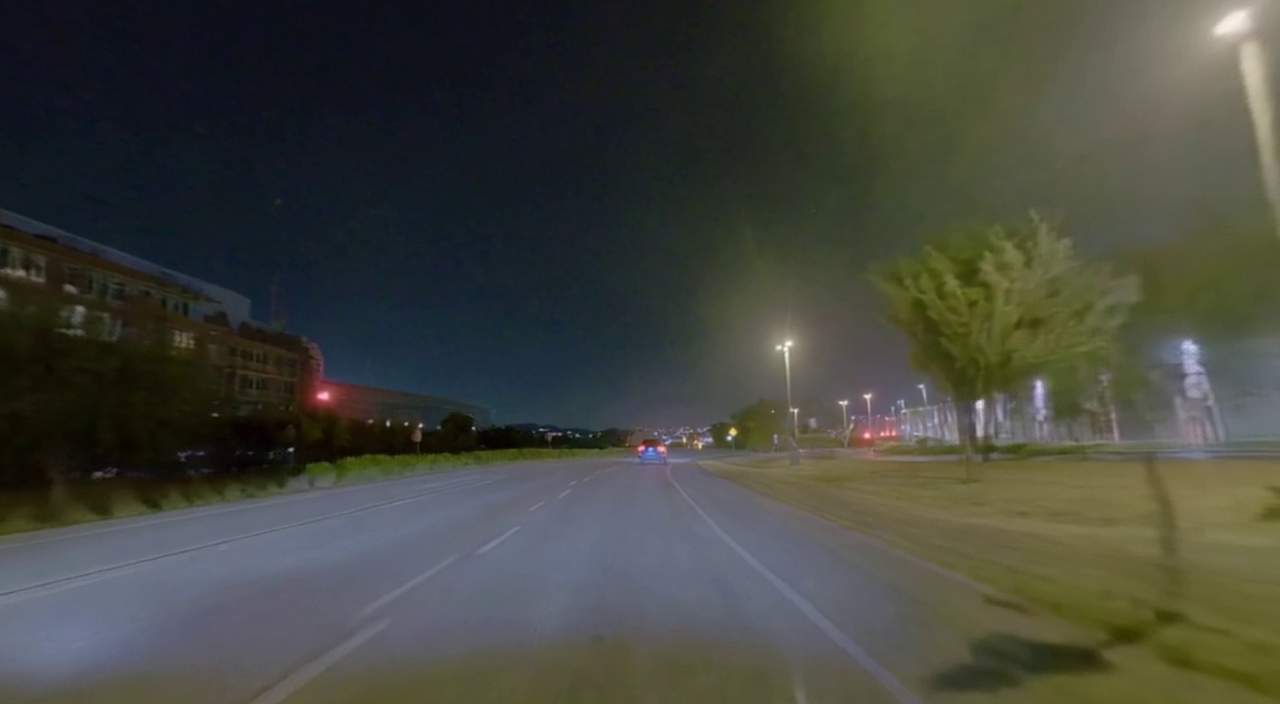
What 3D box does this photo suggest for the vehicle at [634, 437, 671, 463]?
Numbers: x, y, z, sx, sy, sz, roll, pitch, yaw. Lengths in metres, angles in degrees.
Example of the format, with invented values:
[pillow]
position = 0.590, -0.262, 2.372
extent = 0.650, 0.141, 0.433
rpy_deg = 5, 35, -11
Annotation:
[vehicle]
position = 0.963, 7.180, 46.297
extent = 2.370, 1.781, 4.440
rpy_deg = -1, -9, 5
